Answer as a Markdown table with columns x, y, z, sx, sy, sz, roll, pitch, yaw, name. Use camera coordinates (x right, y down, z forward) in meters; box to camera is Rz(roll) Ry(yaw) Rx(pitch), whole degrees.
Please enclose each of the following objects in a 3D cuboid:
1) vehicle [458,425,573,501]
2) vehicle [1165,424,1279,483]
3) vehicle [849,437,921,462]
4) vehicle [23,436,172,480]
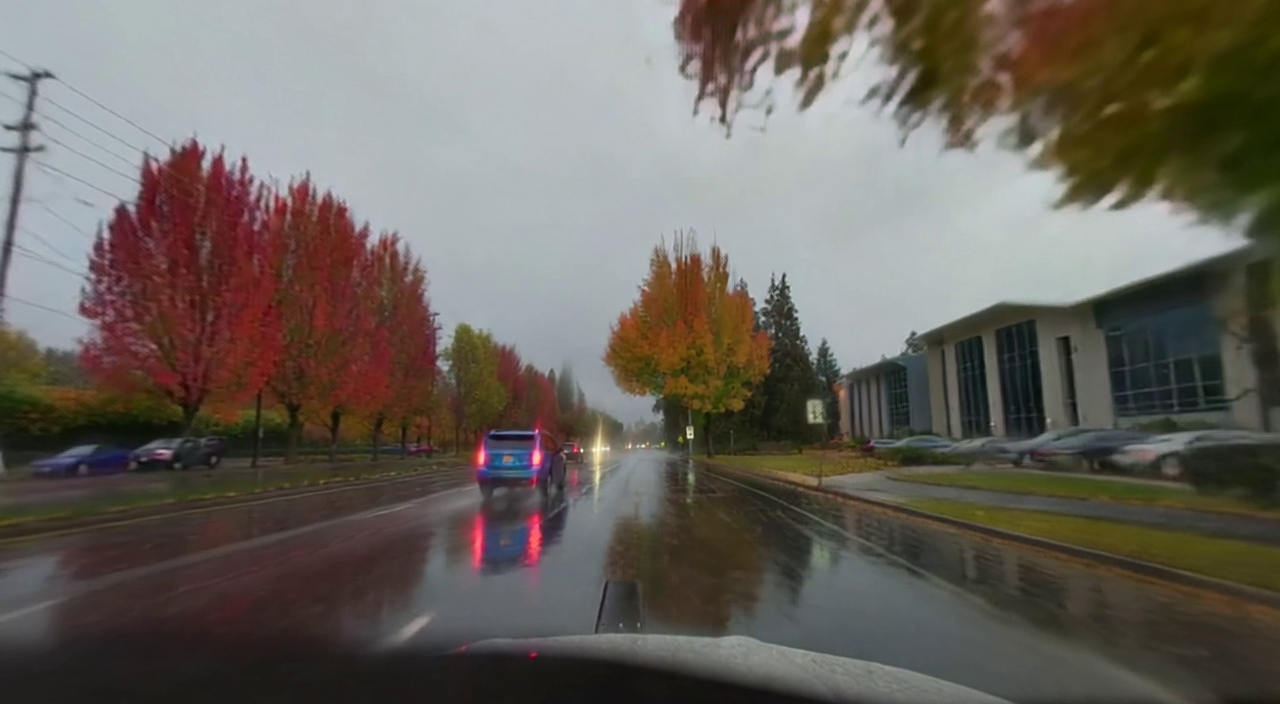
| x | y | z | sx | sy | sz | roll | pitch | yaw | name |
| --- | --- | --- | --- | --- | --- | --- | --- | --- | --- |
| -3.204 | 2.982 | 17.303 | 2.112 | 1.779 | 4.489 | 0 | -8 | 2 | vehicle |
| 18.107 | 2.904 | 18.020 | 4.360 | 1.552 | 2.071 | 1 | -9 | -4 | vehicle |
| 18.176 | 7.254 | 46.767 | 4.475 | 1.668 | 1.983 | -1 | -8 | -3 | vehicle |
| -25.409 | 4.976 | 29.886 | 2.142 | 1.895 | 5.528 | 0 | -8 | 0 | vehicle |
